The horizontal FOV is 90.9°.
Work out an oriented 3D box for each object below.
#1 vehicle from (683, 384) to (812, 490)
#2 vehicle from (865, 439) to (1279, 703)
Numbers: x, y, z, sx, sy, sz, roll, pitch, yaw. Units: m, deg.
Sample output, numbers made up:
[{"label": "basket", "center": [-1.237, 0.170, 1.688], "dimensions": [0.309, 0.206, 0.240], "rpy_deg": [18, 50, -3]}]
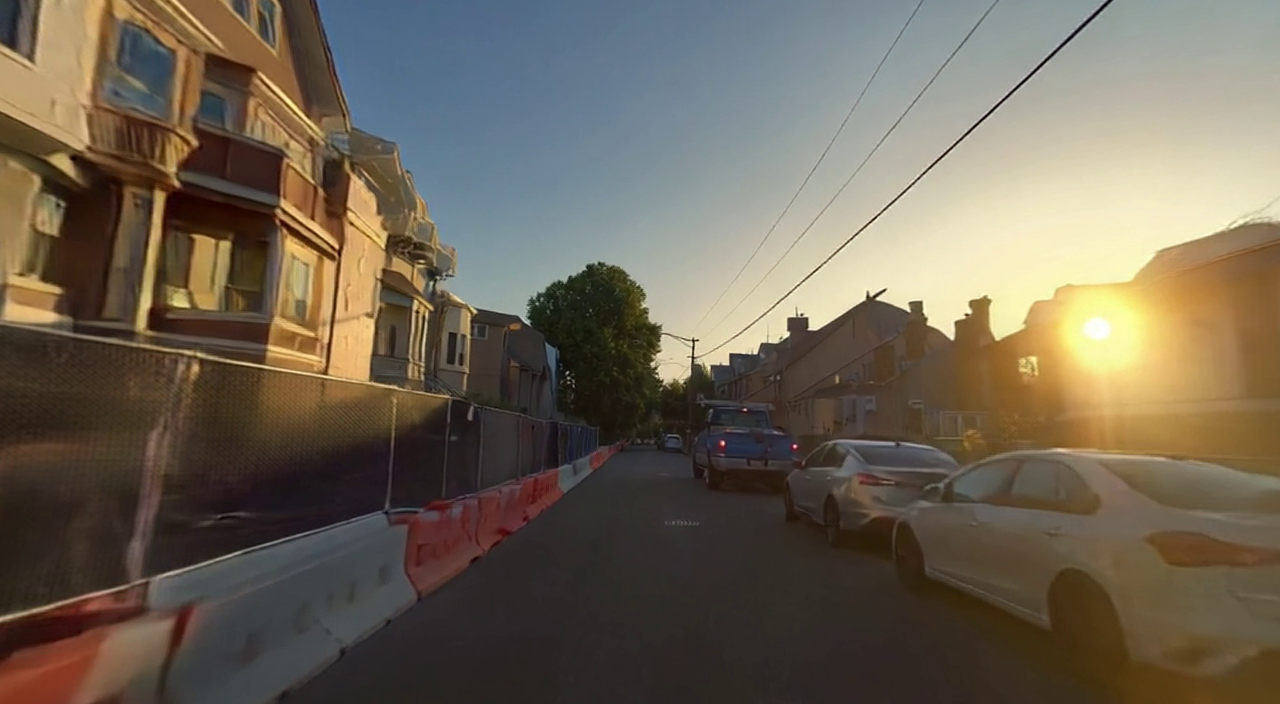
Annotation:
[{"label": "vehicle", "center": [3.059, 2.659, 19.835], "dimensions": [2.879, 2.801, 6.142], "rpy_deg": [0, -8, -1]}, {"label": "vehicle", "center": [3.364, 1.379, 4.652], "dimensions": [1.805, 1.436, 4.201], "rpy_deg": [0, -8, -1]}]
